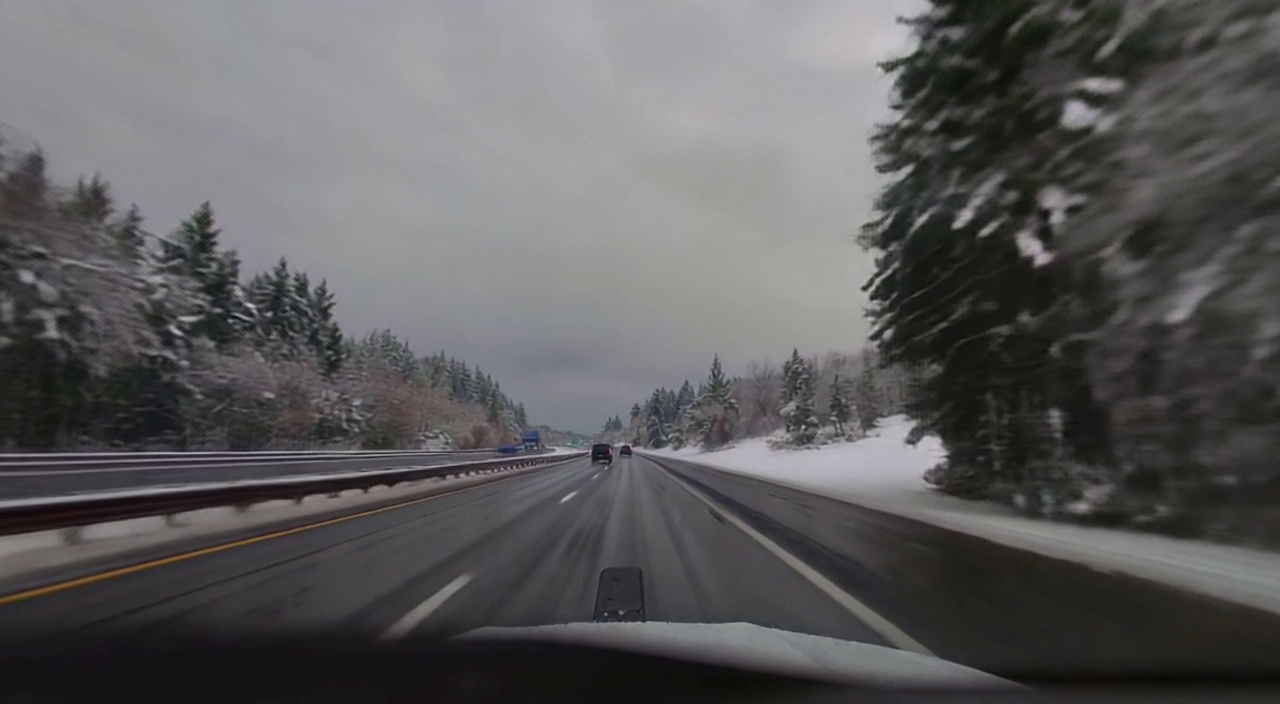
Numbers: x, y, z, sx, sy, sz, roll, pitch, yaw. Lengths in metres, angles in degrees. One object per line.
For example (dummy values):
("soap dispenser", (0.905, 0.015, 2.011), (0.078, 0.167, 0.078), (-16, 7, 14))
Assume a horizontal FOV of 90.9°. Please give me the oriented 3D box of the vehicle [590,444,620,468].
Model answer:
("vehicle", (-2.669, 8.143, 49.485), (2.135, 1.755, 4.476), (0, -9, 0))
